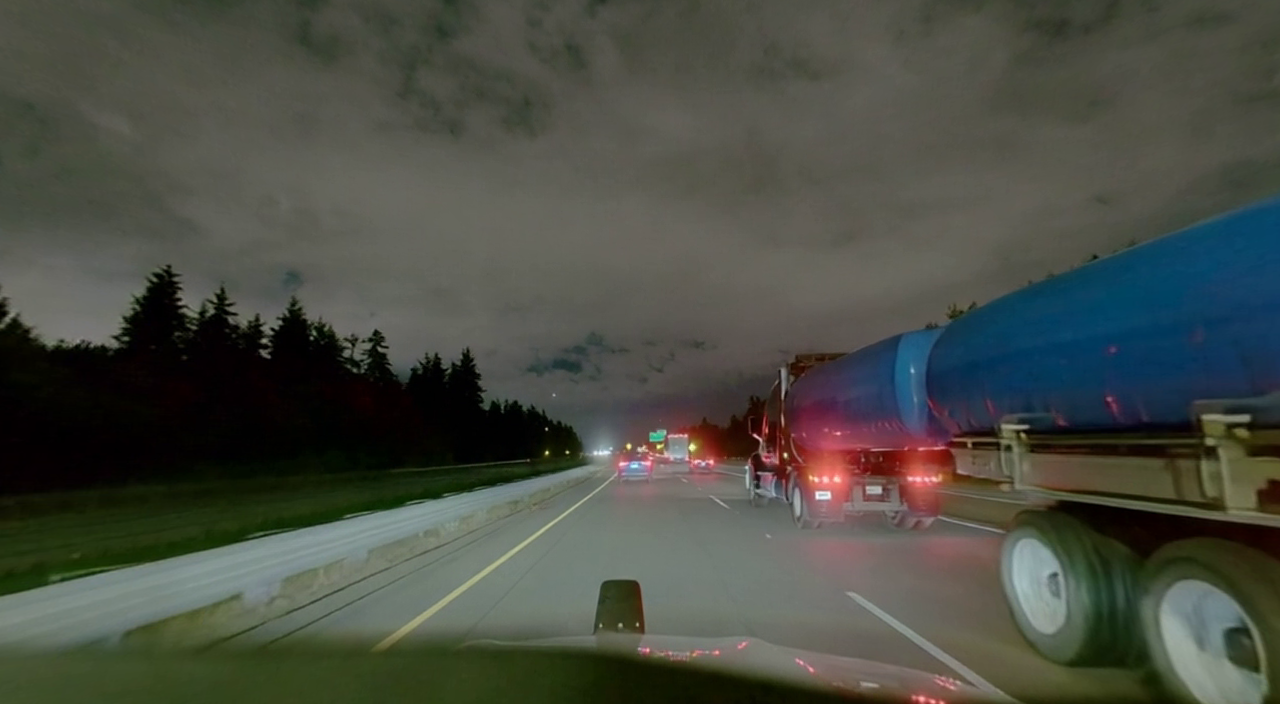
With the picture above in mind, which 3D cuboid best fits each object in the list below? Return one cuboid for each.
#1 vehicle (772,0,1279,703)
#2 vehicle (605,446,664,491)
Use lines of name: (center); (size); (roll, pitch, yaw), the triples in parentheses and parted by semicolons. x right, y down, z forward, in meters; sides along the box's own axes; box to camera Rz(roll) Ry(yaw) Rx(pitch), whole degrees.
vehicle: (3.911, 0.559, 6.147); (2.694, 3.453, 11.641); (0, -9, 0)
vehicle: (-0.162, 4.220, 23.095); (2.003, 1.490, 3.636); (0, -9, 1)
